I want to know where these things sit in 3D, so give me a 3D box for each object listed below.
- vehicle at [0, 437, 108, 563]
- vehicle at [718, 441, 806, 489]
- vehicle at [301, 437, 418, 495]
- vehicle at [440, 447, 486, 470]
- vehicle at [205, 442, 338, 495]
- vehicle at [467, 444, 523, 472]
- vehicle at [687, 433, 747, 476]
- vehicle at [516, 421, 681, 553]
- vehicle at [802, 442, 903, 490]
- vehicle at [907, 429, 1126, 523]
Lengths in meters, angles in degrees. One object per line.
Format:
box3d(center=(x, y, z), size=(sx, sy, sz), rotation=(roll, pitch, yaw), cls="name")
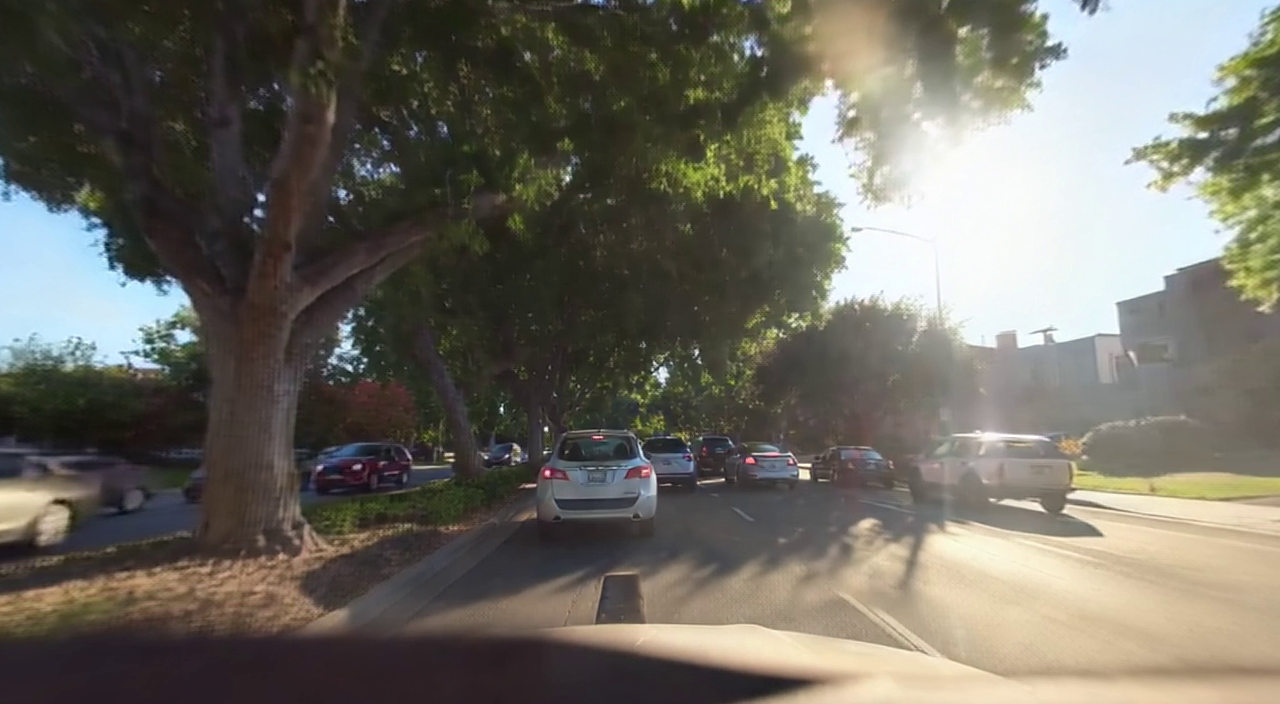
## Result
box3d(center=(-8.734, 1.674, 6.826), size=(1.938, 1.513, 4.593), rotation=(0, -8, 0), cls="vehicle")
box3d(center=(4.007, 3.793, 21.605), size=(2.175, 1.477, 4.520), rotation=(0, -8, 1), cls="vehicle")
box3d(center=(-8.904, 3.637, 20.486), size=(1.920, 1.663, 4.036), rotation=(0, -8, 0), cls="vehicle")
box3d(center=(-11.893, 7.181, 42.742), size=(1.866, 1.404, 4.507), rotation=(0, -8, 0), cls="vehicle")
box3d(center=(-13.230, 4.182, 23.097), size=(1.947, 1.703, 4.525), rotation=(0, -8, 3), cls="vehicle")
box3d(center=(-8.214, 6.030, 36.188), size=(2.039, 1.466, 4.553), rotation=(0, -8, 1), cls="vehicle")
box3d(center=(3.468, 4.729, 29.414), size=(2.114, 1.846, 4.659), rotation=(0, -8, -1), cls="vehicle")
box3d(center=(-0.639, 1.994, 9.990), size=(2.106, 1.655, 3.717), rotation=(0, -8, -4), cls="vehicle")
box3d(center=(7.227, 3.907, 21.995), size=(1.977, 1.485, 4.308), rotation=(0, -8, 0), cls="vehicle")
box3d(center=(7.820, 2.593, 13.773), size=(2.168, 1.709, 4.289), rotation=(0, -8, 1), cls="vehicle")
